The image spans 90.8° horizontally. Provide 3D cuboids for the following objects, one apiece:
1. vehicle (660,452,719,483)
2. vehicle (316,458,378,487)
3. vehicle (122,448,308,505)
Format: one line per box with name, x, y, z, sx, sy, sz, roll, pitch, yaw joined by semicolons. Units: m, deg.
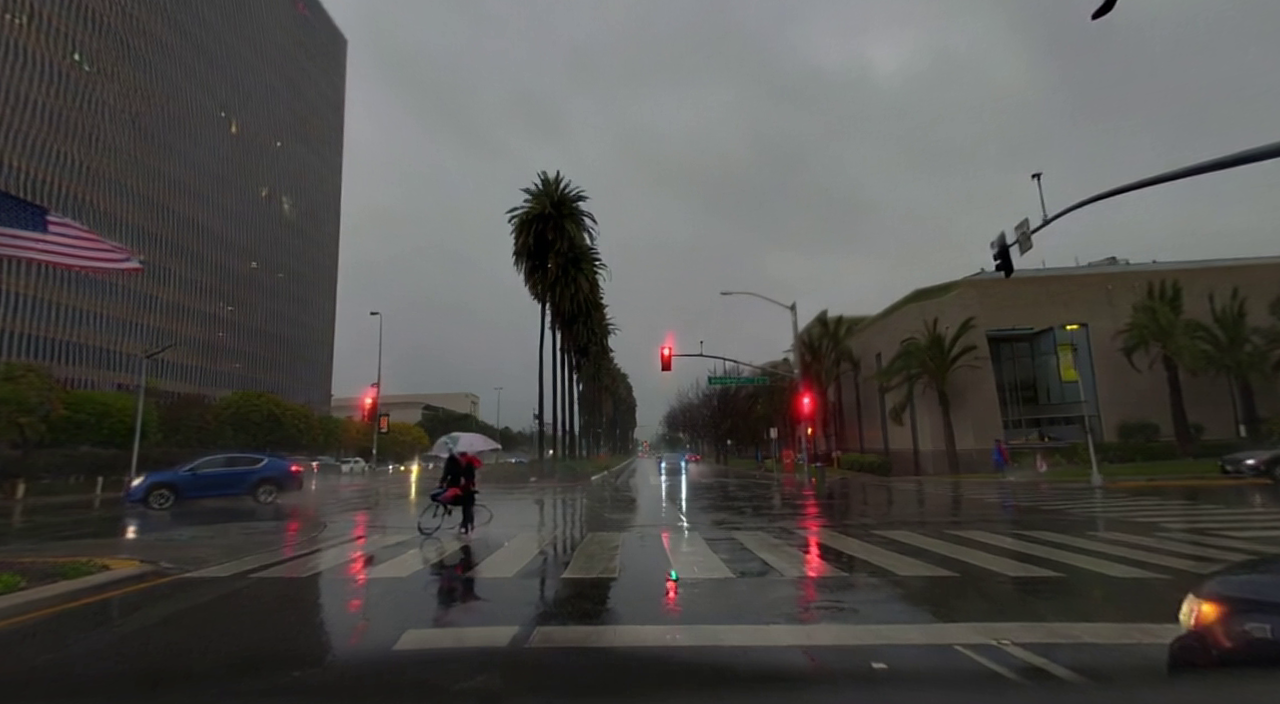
vehicle;2.636;6.299;34.777;2.000;1.525;4.273;2;-9;-14
vehicle;-20.074;8.258;43.510;2.043;1.745;4.420;0;-8;1
vehicle;-13.094;3.827;19.878;4.499;1.594;1.898;4;-9;-25
